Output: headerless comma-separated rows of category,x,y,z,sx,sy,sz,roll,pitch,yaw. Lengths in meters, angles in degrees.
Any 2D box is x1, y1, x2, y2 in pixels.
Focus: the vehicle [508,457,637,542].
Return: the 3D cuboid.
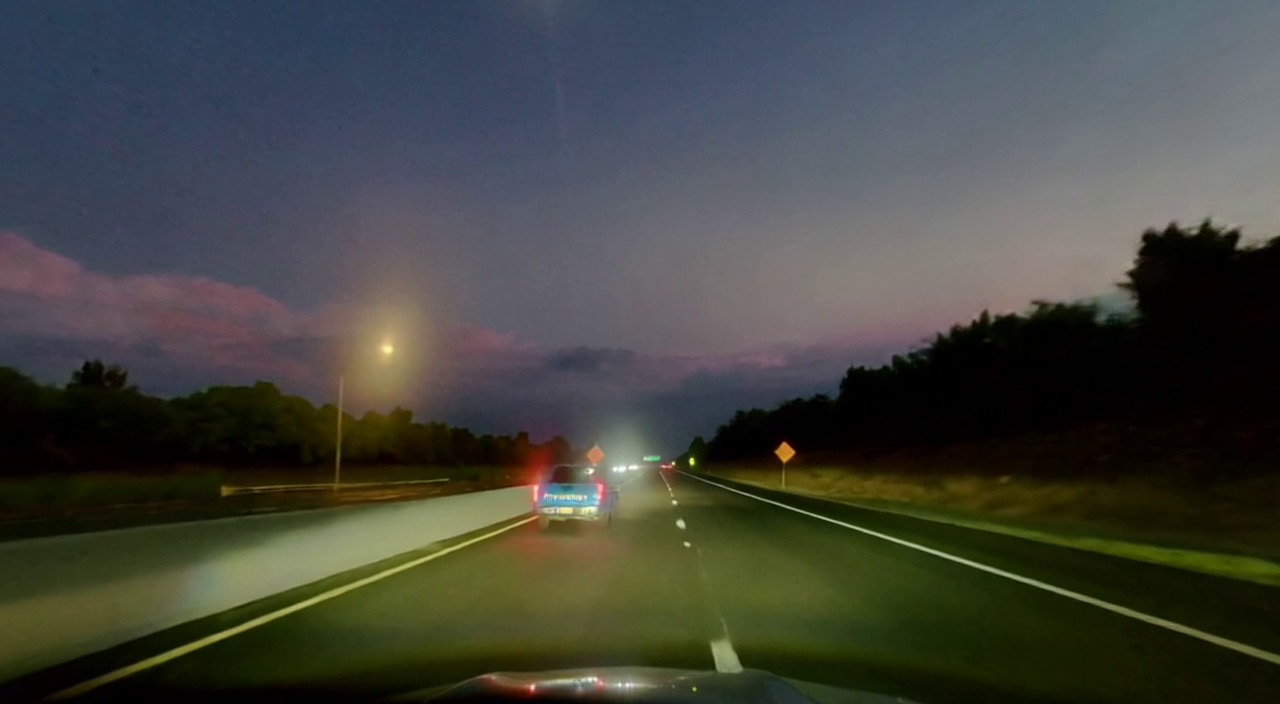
vehicle,-1.273,3.194,14.237,2.135,1.506,5.041,0,-10,2
